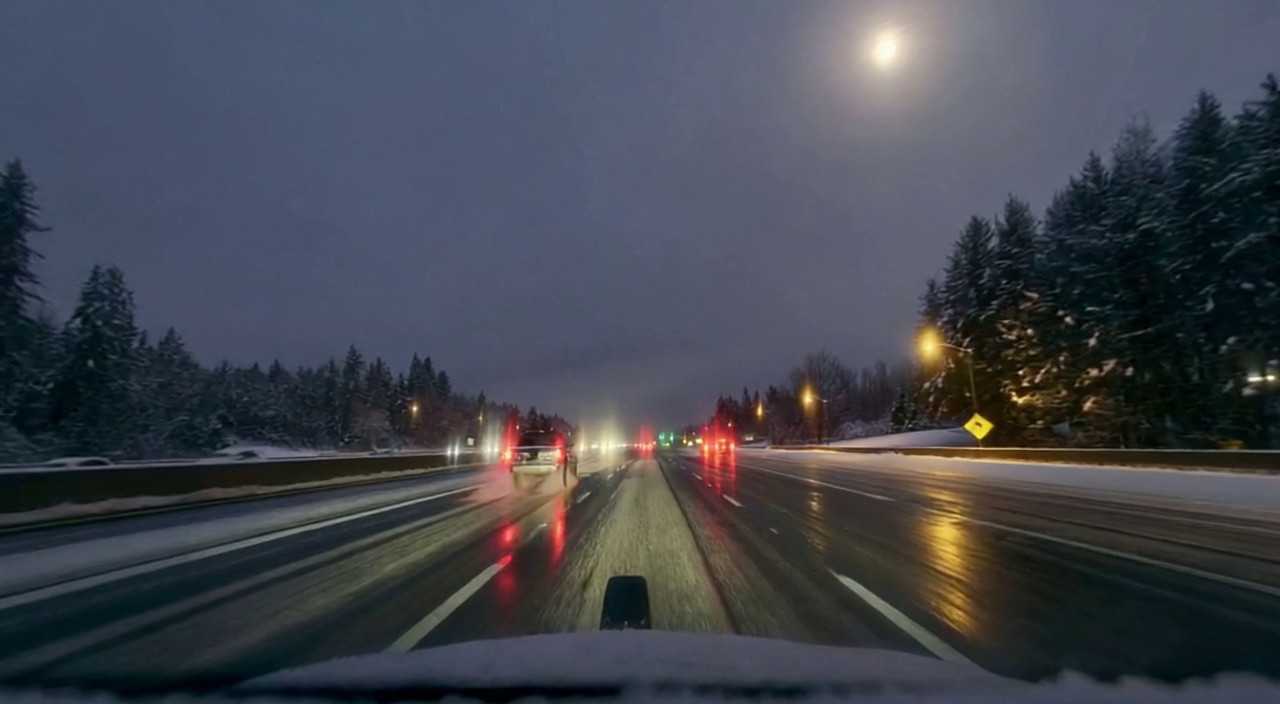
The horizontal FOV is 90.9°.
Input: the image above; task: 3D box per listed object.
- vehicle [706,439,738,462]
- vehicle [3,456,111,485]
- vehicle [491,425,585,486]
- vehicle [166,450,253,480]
[{"bbox_3d":[6.427,7.747,49.642,2.063,1.706,4.259,0,-8,1],"label":"vehicle"},{"bbox_3d":[-34.556,7.011,37.560,1.896,1.474,4.657,0,-8,2],"label":"vehicle"},{"bbox_3d":[-3.567,3.771,23.275,2.453,1.952,5.320,0,-8,2],"label":"vehicle"},{"bbox_3d":[-24.962,6.552,36.775,1.864,1.600,4.467,0,-8,1],"label":"vehicle"}]
